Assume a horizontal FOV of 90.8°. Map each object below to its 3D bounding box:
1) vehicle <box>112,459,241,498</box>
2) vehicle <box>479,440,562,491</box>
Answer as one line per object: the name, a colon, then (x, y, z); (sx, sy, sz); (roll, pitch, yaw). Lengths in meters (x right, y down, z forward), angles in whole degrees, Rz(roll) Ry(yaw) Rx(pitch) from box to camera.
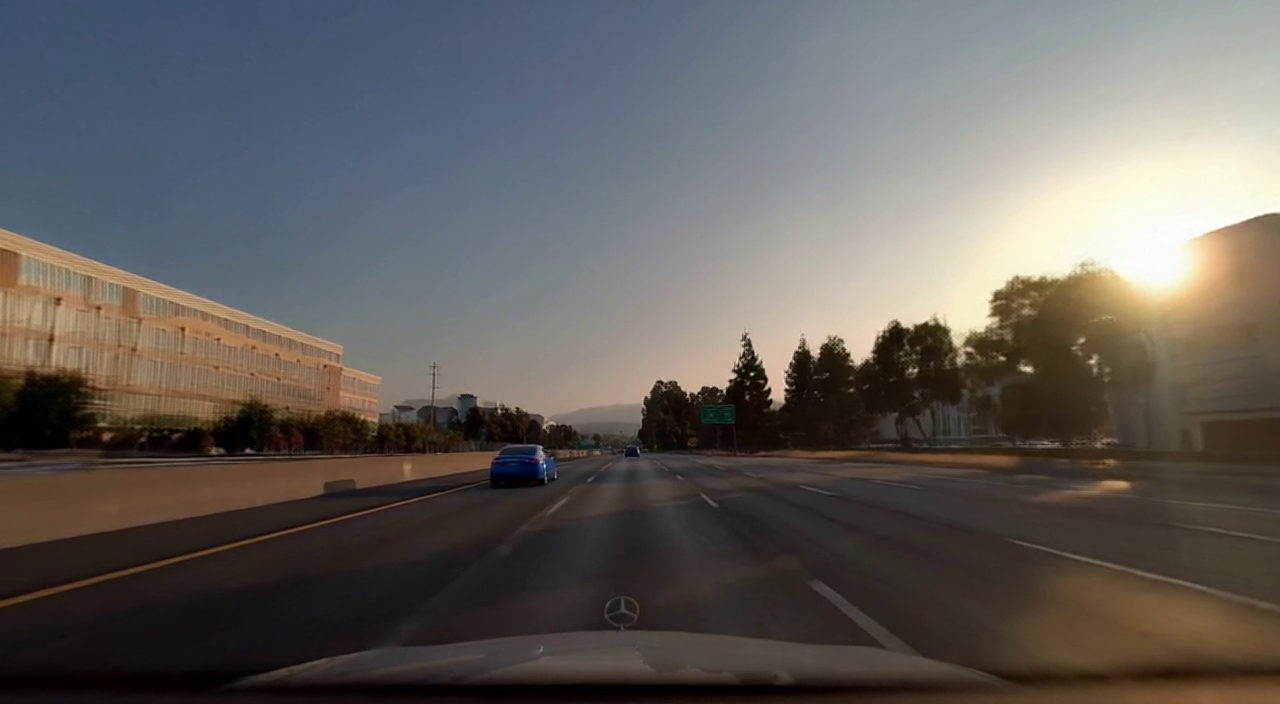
vehicle: (-20.382, 5.559, 28.114); (2.086, 1.479, 4.780); (0, -9, 0)
vehicle: (-3.852, 3.744, 21.153); (1.900, 1.492, 4.495); (0, -9, 0)
